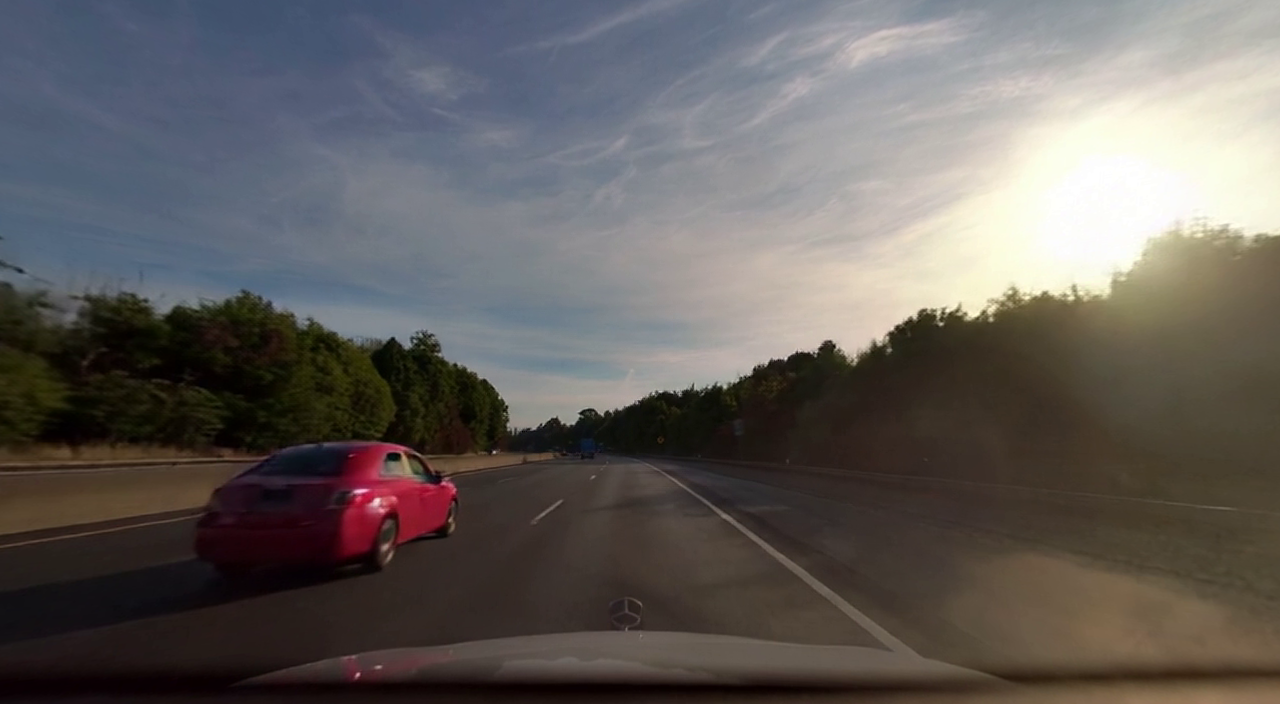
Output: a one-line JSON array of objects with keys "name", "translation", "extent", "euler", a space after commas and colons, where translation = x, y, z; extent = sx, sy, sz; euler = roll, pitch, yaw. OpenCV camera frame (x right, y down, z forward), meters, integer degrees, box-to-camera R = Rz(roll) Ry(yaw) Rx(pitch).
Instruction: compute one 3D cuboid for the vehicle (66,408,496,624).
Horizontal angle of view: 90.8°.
[{"name": "vehicle", "translation": [-3.383, 1.661, 7.420], "extent": [2.279, 1.683, 4.726], "euler": [0, -9, 0]}]
